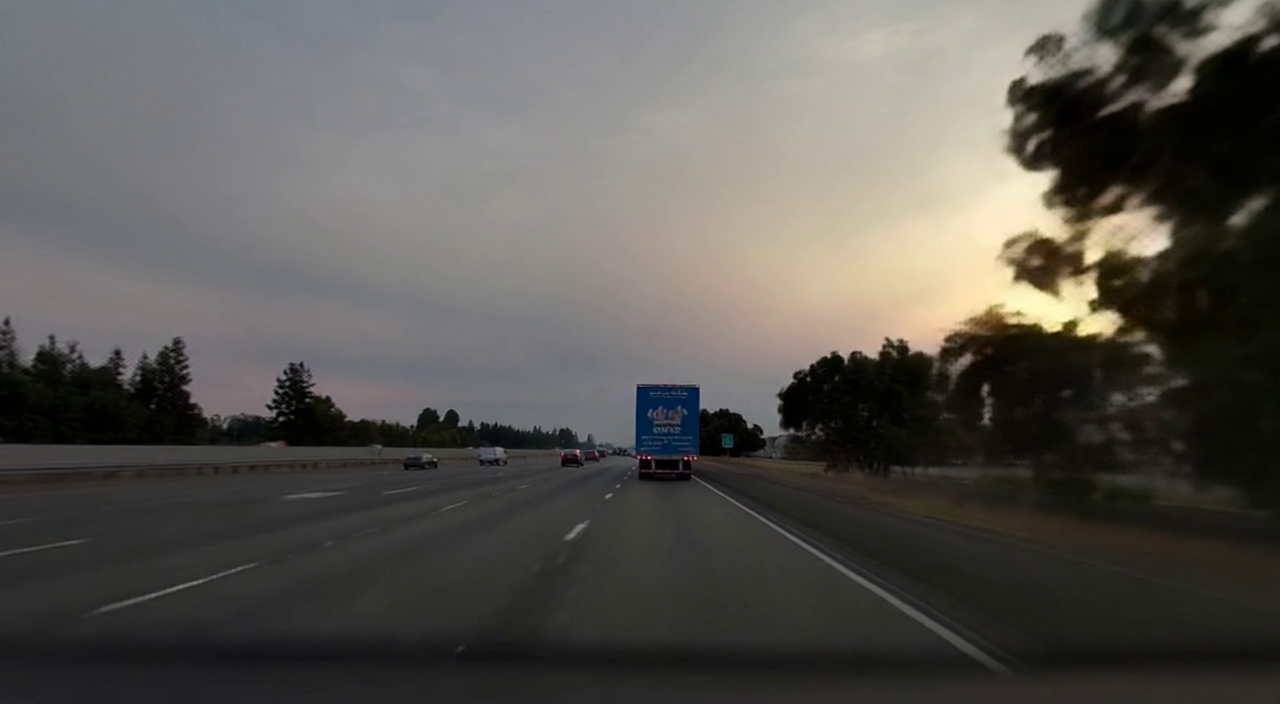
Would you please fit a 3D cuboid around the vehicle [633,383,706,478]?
[{"bbox_3d":[1.235,4.555,35.062,3.140,4.100,15.551,0,-9,0],"label":"vehicle"}]

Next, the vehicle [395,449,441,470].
[{"bbox_3d":[-17.051,8.247,48.749,1.901,1.485,4.279,0,-9,1],"label":"vehicle"}]
